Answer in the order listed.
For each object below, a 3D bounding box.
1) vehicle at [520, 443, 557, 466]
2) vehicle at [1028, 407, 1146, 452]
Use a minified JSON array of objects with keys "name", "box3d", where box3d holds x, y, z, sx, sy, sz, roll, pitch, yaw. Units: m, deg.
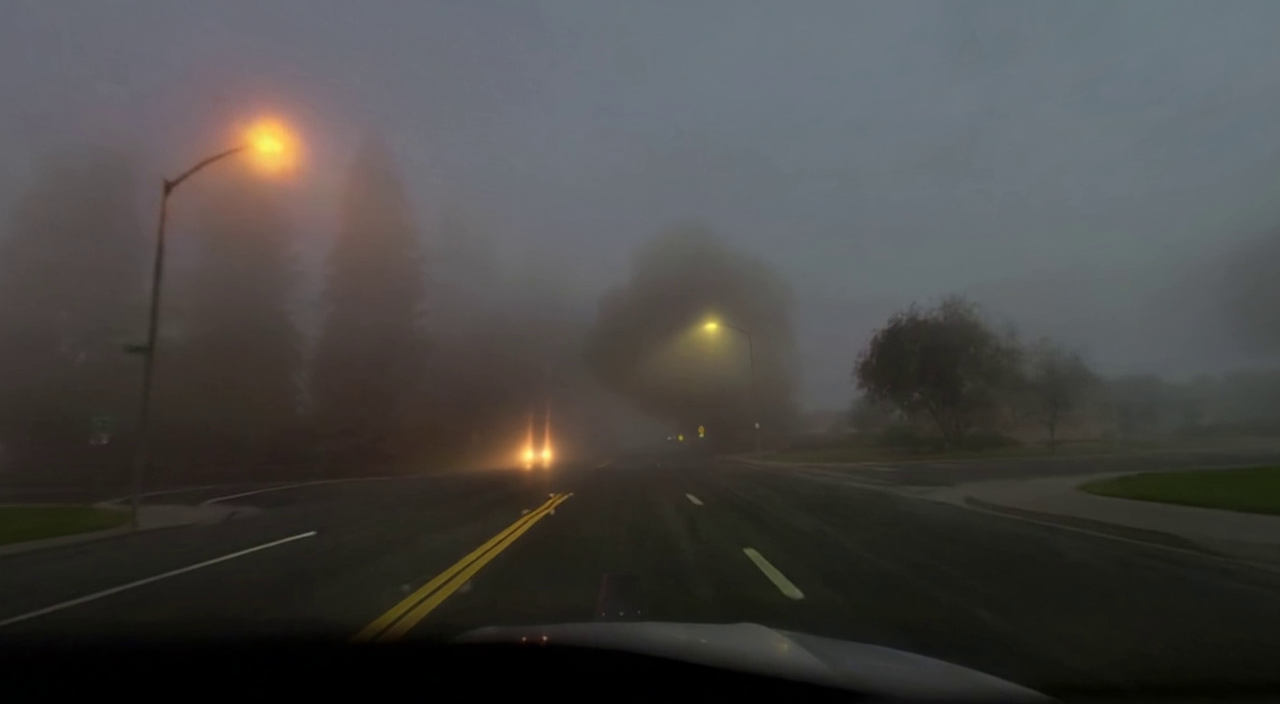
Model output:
[{"name":"vehicle","box3d":[-7.696,7.800,48.410,2.130,1.635,4.505,0,-9,0]},{"name":"vehicle","box3d":[28.527,4.983,40.490,5.564,2.741,2.347,-1,-9,4]}]
